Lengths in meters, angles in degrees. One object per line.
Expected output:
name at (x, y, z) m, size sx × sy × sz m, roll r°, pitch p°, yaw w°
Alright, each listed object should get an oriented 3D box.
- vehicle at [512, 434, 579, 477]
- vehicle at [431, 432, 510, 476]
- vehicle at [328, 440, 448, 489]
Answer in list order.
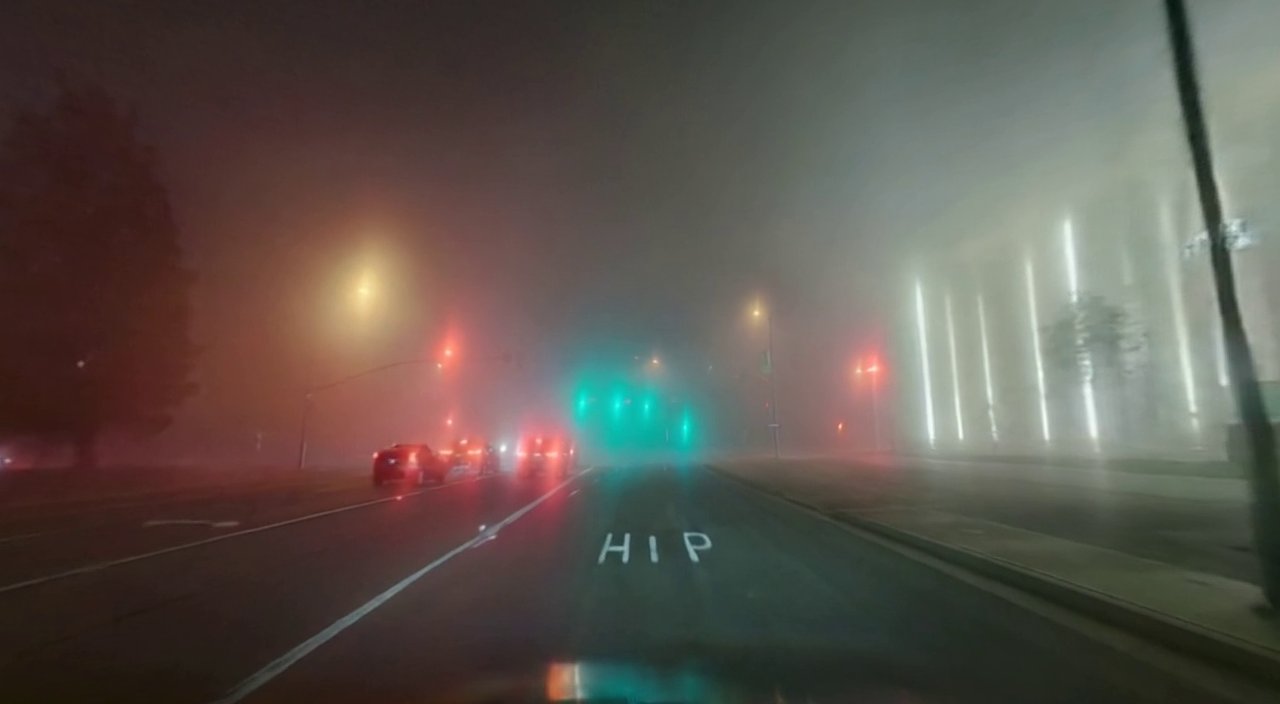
vehicle at (-3.822, 4.272, 26.194) m, size 2.043 × 1.636 × 4.320 m, roll 0°, pitch -9°, yaw 1°
vehicle at (-7.685, 4.673, 28.988) m, size 2.152 × 1.813 × 4.751 m, roll 0°, pitch -9°, yaw 2°
vehicle at (-8.134, 3.651, 20.790) m, size 2.030 × 1.440 × 4.464 m, roll 0°, pitch -9°, yaw 2°
